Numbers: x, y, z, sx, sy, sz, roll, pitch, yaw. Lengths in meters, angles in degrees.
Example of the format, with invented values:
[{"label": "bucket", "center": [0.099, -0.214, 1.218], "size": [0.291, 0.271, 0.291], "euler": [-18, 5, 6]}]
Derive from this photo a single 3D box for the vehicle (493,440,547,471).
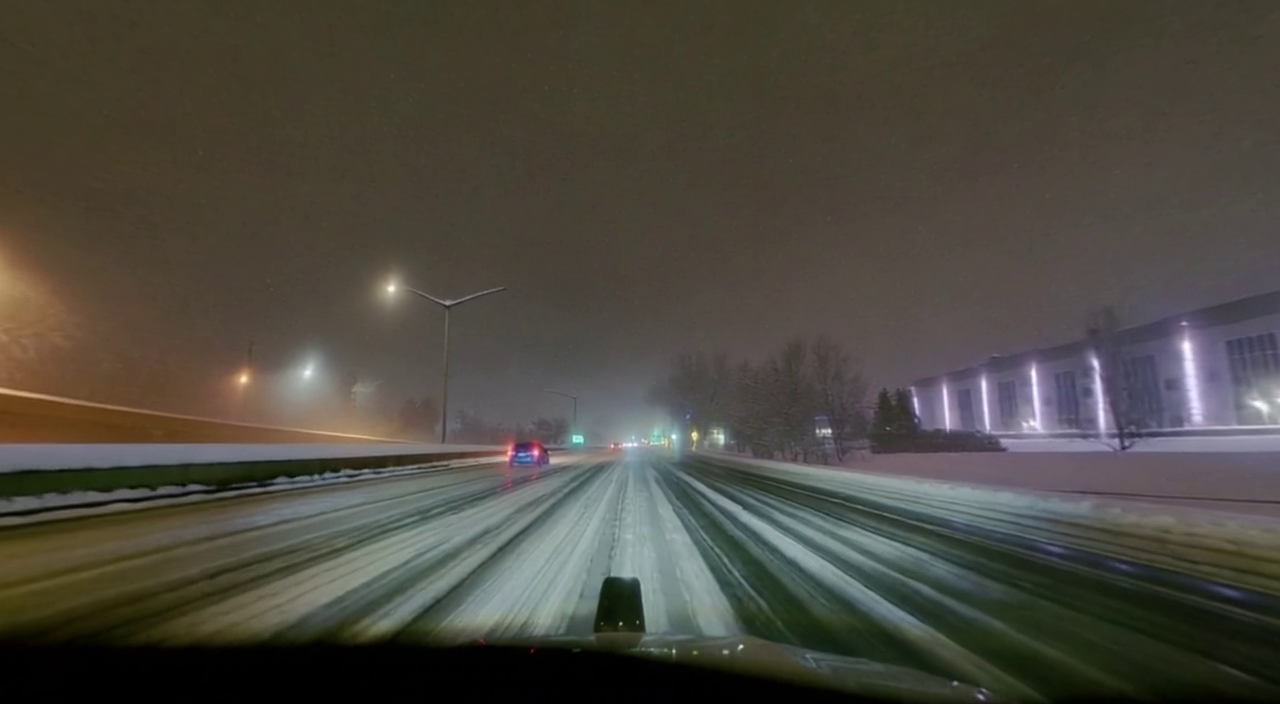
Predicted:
[{"label": "vehicle", "center": [-6.229, 5.422, 33.308], "size": [1.990, 1.529, 4.288], "euler": [0, -8, 0]}]
